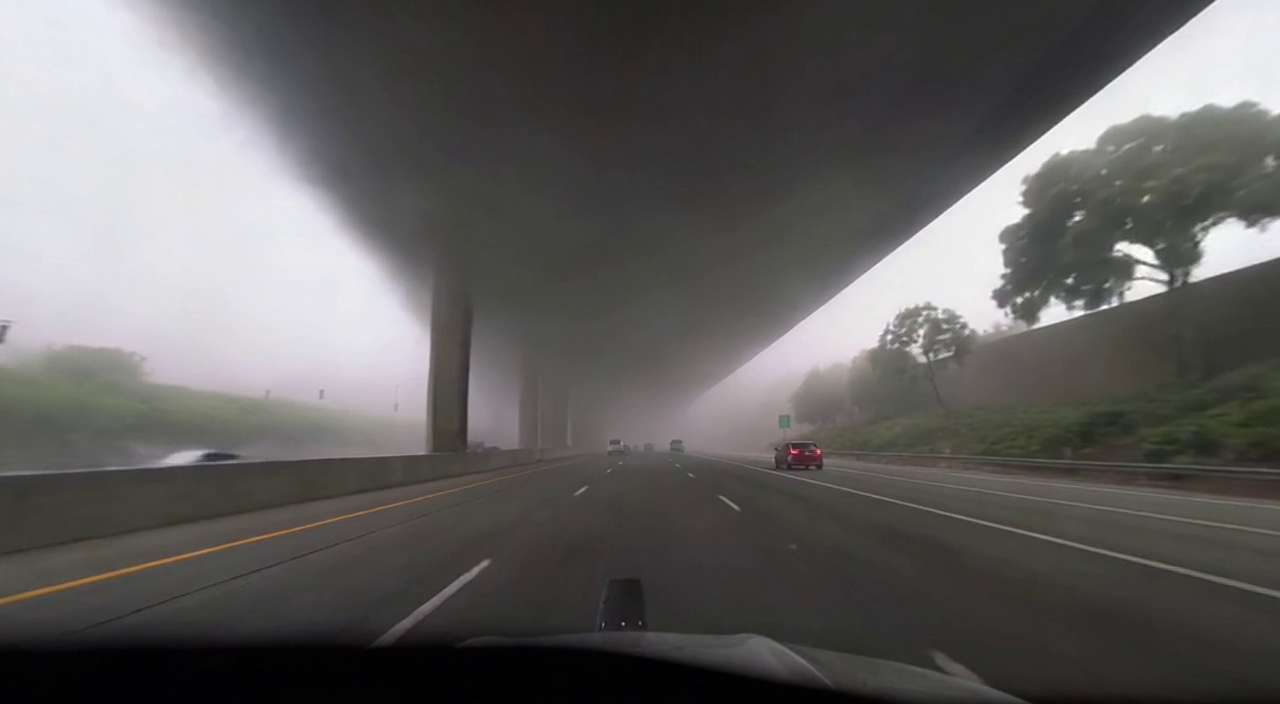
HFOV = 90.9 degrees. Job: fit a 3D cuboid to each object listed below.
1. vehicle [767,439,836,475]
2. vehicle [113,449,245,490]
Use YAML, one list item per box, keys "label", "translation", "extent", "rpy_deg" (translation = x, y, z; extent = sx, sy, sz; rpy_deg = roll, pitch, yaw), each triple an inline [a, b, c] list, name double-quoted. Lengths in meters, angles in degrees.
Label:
- label: "vehicle"
  translation: [7.240, 4.754, 28.816]
  extent: [1.914, 1.465, 4.574]
  rpy_deg: [0, -8, 0]
- label: "vehicle"
  translation: [-18.794, 4.785, 26.039]
  extent: [1.953, 1.469, 4.574]
  rpy_deg: [0, -8, 0]
